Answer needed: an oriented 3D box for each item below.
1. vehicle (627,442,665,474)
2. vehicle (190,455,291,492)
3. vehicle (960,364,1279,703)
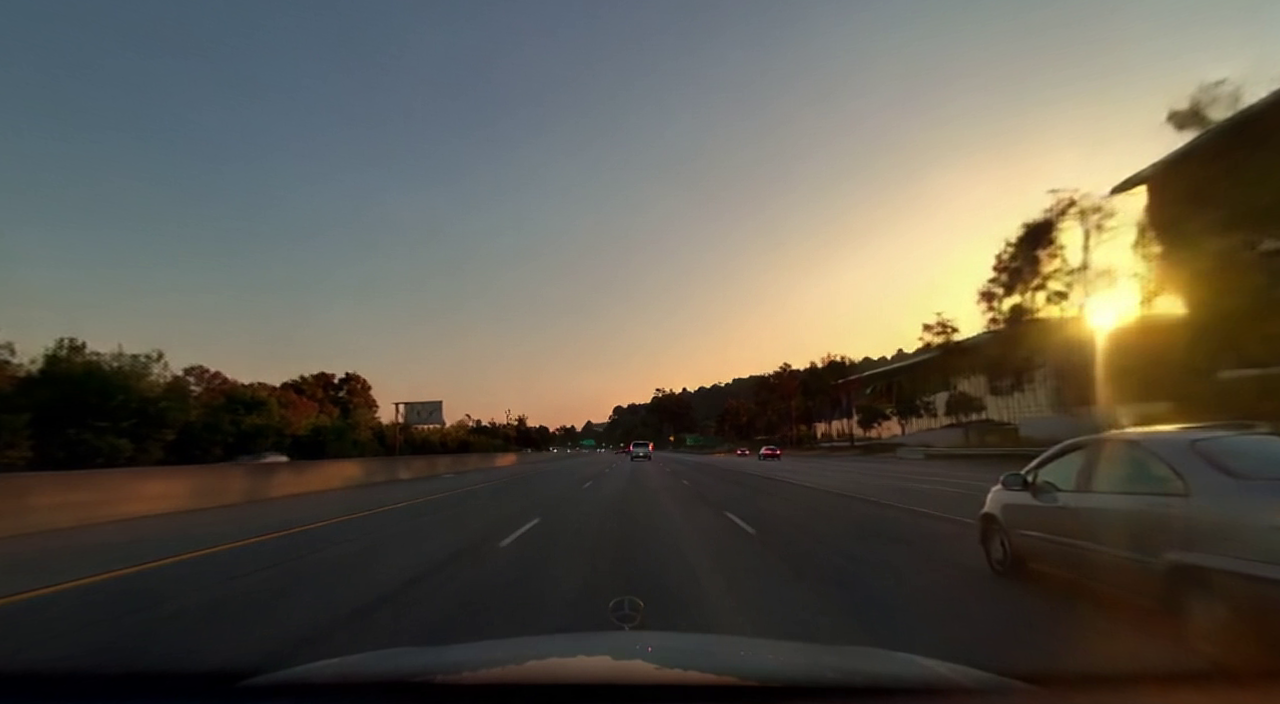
[{"bbox_3d":[0.330,5.915,35.231,2.015,1.639,4.086,0,-9,0],"label":"vehicle"},{"bbox_3d":[-19.490,5.931,31.014,1.884,1.642,4.551,0,-9,2],"label":"vehicle"},{"bbox_3d":[3.855,0.900,3.049,2.008,1.595,5.082,0,-9,1],"label":"vehicle"}]
